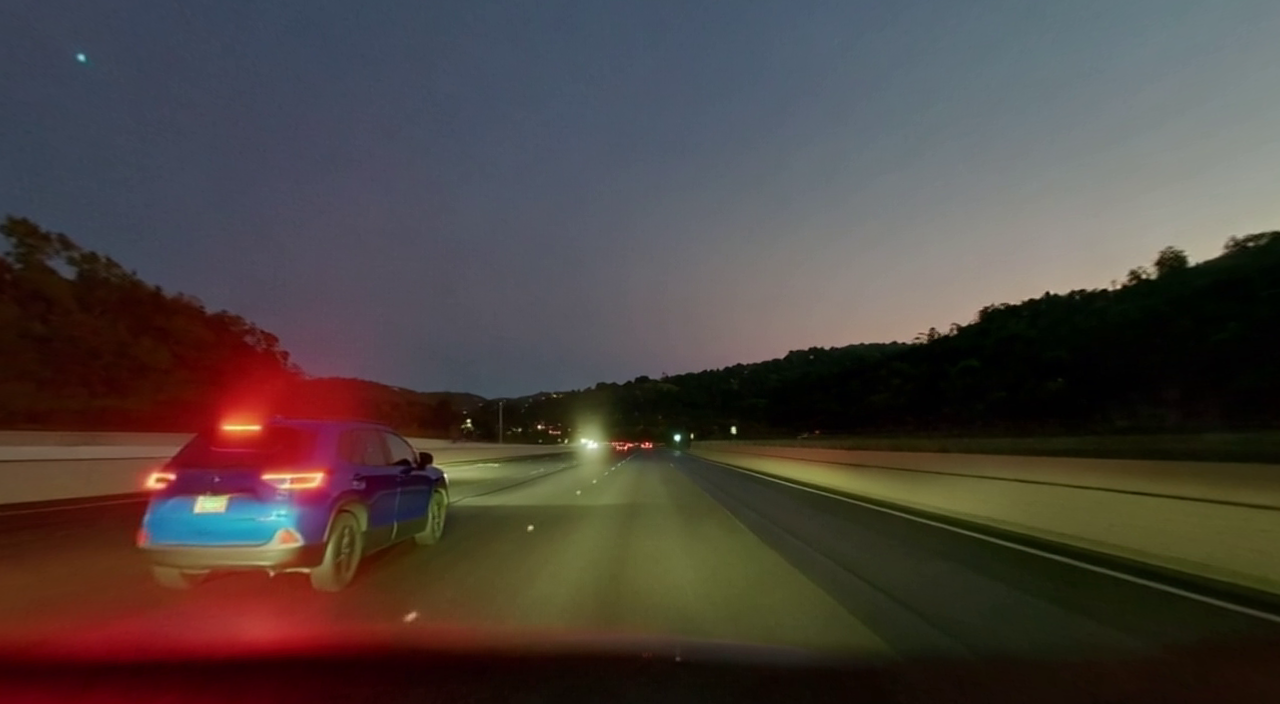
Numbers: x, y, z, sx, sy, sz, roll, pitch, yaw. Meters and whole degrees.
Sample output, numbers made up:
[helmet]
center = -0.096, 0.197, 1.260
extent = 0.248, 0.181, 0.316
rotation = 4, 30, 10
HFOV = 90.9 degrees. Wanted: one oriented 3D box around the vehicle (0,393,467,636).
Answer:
[vehicle]
center = -3.439, 1.439, 6.578
extent = 1.983, 1.663, 4.290
rotation = 0, -9, 1
